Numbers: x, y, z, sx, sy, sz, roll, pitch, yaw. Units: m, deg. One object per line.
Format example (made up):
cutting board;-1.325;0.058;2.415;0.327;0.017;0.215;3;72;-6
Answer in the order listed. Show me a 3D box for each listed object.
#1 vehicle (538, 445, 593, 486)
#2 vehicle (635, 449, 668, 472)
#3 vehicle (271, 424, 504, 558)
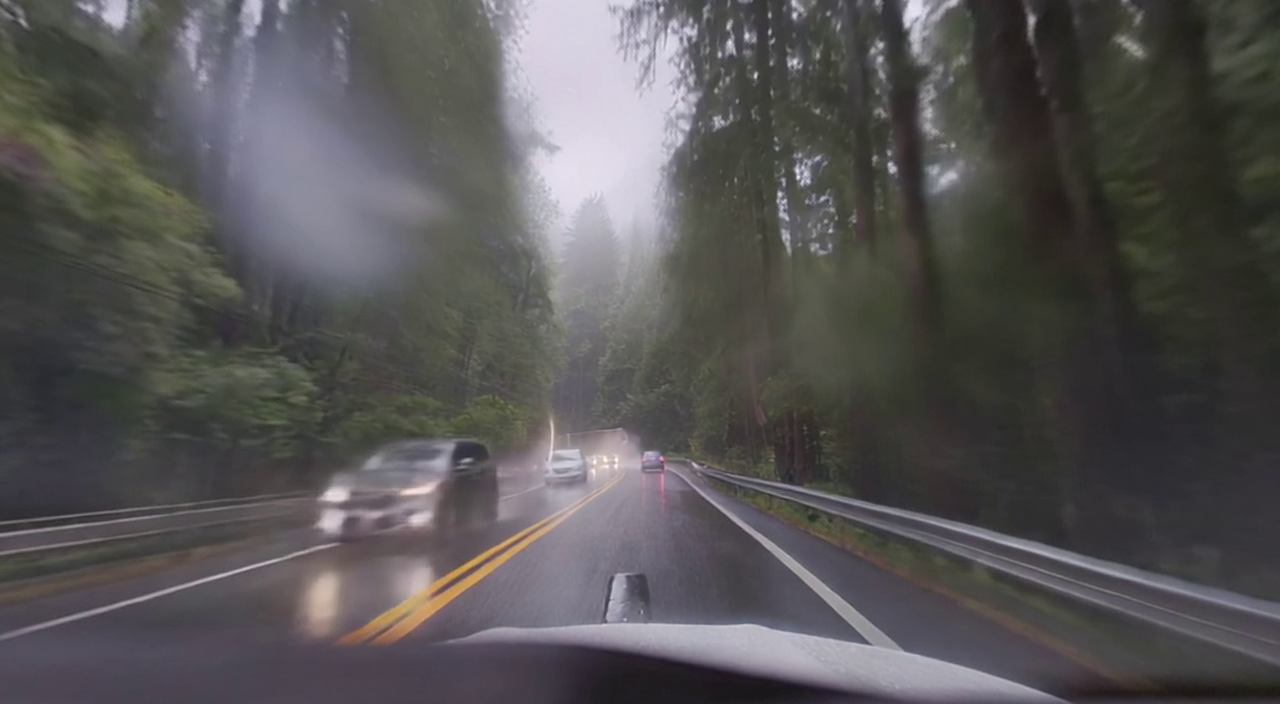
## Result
vehicle;-3.576;5.559;31.385;2.066;1.827;5.178;0;-9;0
vehicle;0.720;7.513;43.745;2.120;1.491;4.349;0;-9;-1
vehicle;-4.075;2.314;11.297;2.170;1.872;4.643;0;-9;1
